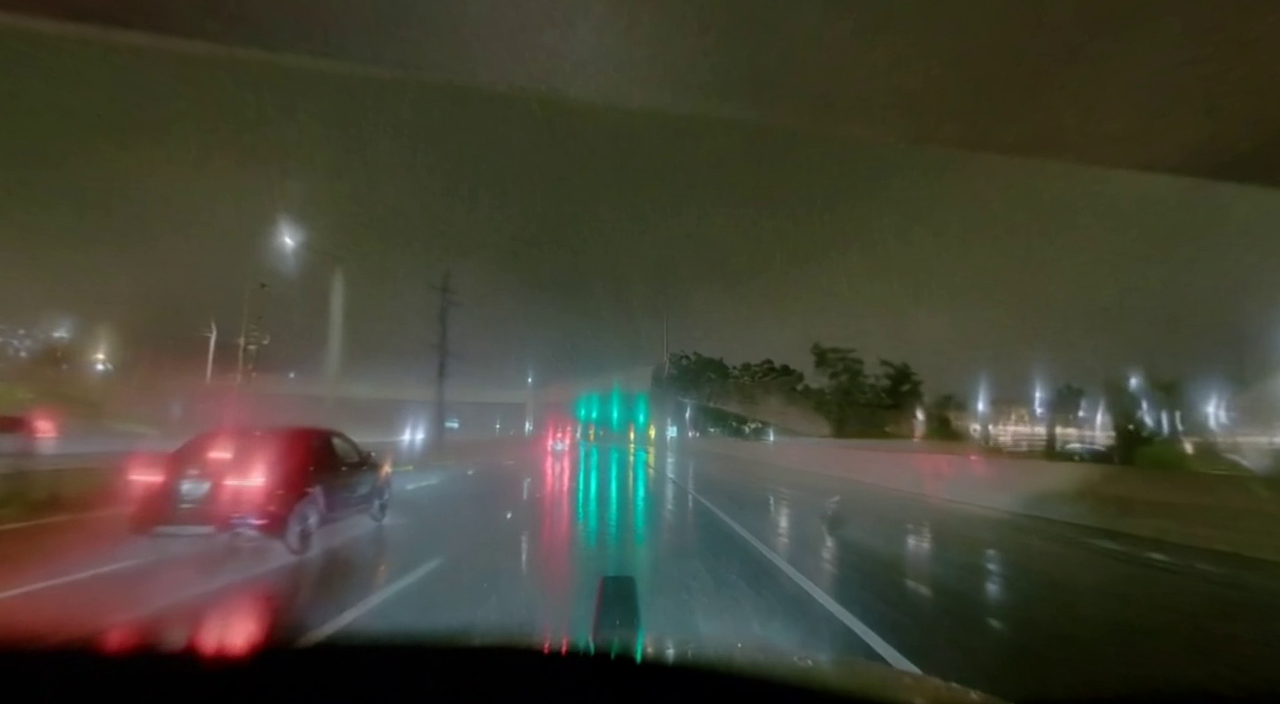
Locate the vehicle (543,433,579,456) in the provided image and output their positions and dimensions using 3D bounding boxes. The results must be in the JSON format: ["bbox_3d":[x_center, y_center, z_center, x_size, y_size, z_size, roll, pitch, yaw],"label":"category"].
[{"bbox_3d":[-5.729,6.764,46.122,2.123,1.601,4.887,0,-8,-2],"label":"vehicle"}]

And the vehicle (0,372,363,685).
[{"bbox_3d":[-4.543,1.222,5.402,2.215,1.648,4.713,0,-8,-1],"label":"vehicle"}]
